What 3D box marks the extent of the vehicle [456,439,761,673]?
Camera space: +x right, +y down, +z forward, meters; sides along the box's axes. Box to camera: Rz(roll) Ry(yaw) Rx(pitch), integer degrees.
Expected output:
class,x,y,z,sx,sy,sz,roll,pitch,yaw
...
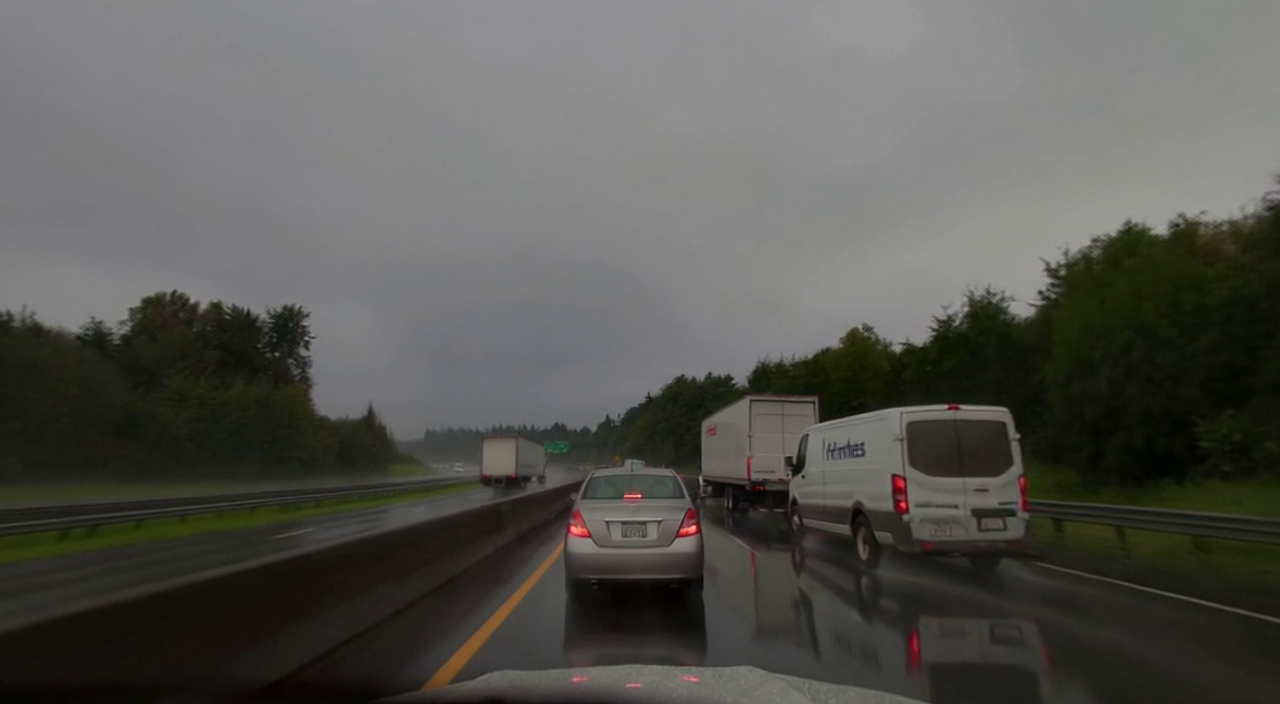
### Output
class,x,y,z,sx,sy,sz,roll,pitch,yaw
vehicle,-0.245,1.660,5.897,1.980,1.493,3.410,1,-11,-2

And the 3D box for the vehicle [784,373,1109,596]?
class,x,y,z,sx,sy,sz,roll,pitch,yaw
vehicle,4.130,2.005,9.982,2.328,2.537,5.290,1,-11,-1
